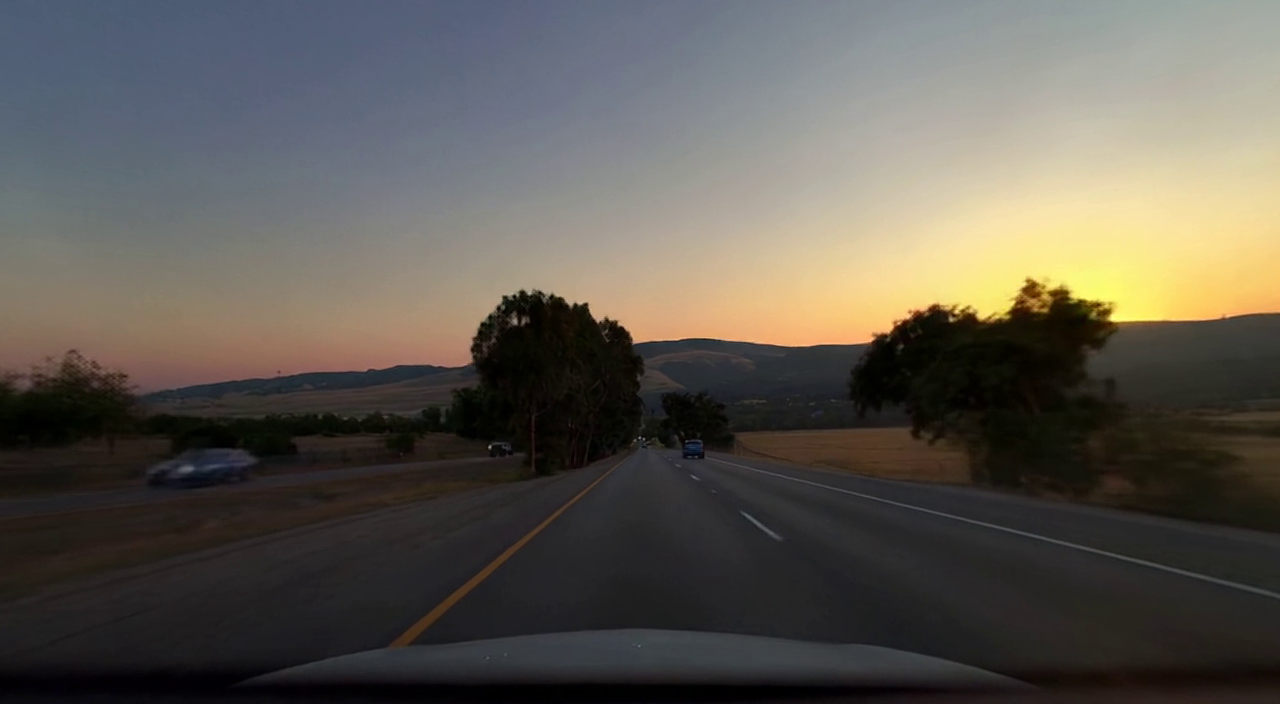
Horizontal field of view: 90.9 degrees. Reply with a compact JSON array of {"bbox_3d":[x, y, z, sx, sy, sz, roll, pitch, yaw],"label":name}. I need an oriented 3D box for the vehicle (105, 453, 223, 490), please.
[{"bbox_3d":[-21.054,5.291,28.164,1.701,1.419,4.484,0,-8,1],"label":"vehicle"}]

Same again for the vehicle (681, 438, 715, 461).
[{"bbox_3d":[4.381,7.470,48.353,2.157,1.640,4.056,0,-8,0],"label":"vehicle"}]
